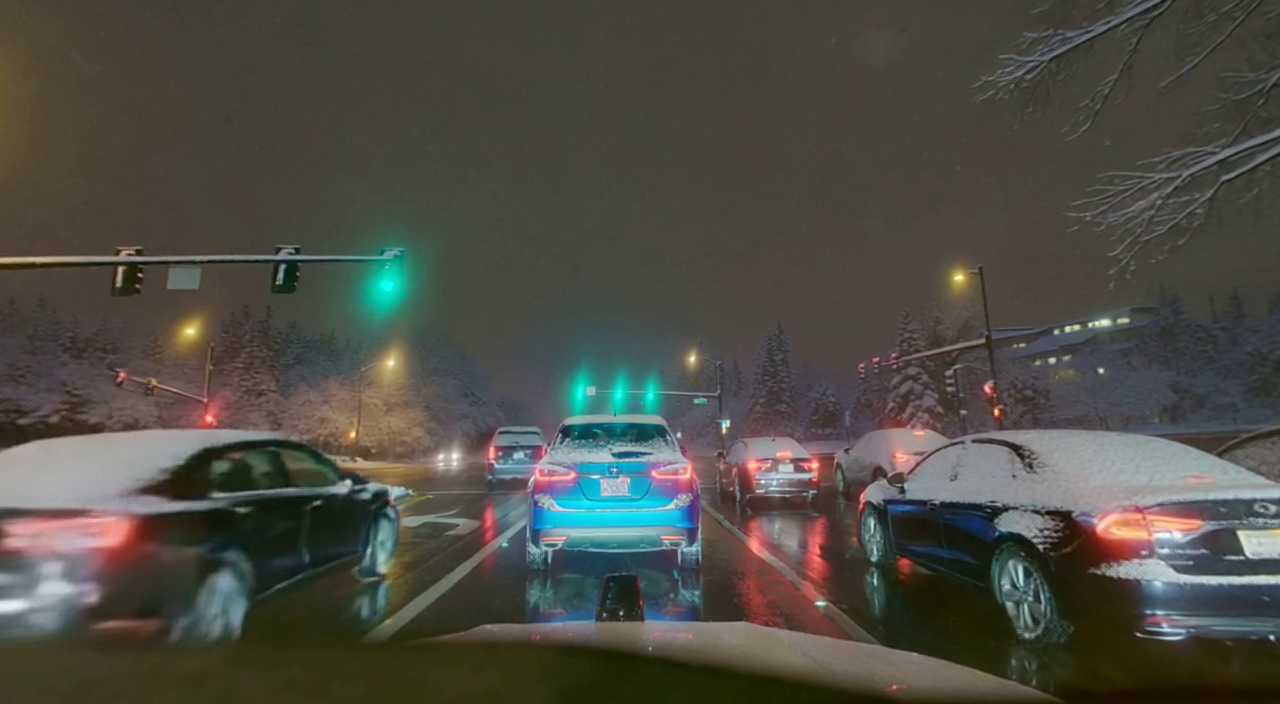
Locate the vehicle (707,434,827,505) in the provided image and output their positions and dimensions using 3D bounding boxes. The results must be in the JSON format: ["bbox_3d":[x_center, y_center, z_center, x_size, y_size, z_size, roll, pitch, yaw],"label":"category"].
[{"bbox_3d":[2.974,2.855,15.769,1.950,1.506,4.086,0,-8,-3],"label":"vehicle"}]

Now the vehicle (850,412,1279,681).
[{"bbox_3d":[3.618,1.394,5.696,1.861,1.478,4.185,0,-8,-2],"label":"vehicle"}]

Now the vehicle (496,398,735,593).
[{"bbox_3d":[-0.273,1.557,7.616,2.101,1.707,3.904,0,-8,-2],"label":"vehicle"}]

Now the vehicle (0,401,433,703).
[{"bbox_3d":[-3.168,1.241,4.363,2.077,1.493,4.281,0,-9,-1],"label":"vehicle"}]
